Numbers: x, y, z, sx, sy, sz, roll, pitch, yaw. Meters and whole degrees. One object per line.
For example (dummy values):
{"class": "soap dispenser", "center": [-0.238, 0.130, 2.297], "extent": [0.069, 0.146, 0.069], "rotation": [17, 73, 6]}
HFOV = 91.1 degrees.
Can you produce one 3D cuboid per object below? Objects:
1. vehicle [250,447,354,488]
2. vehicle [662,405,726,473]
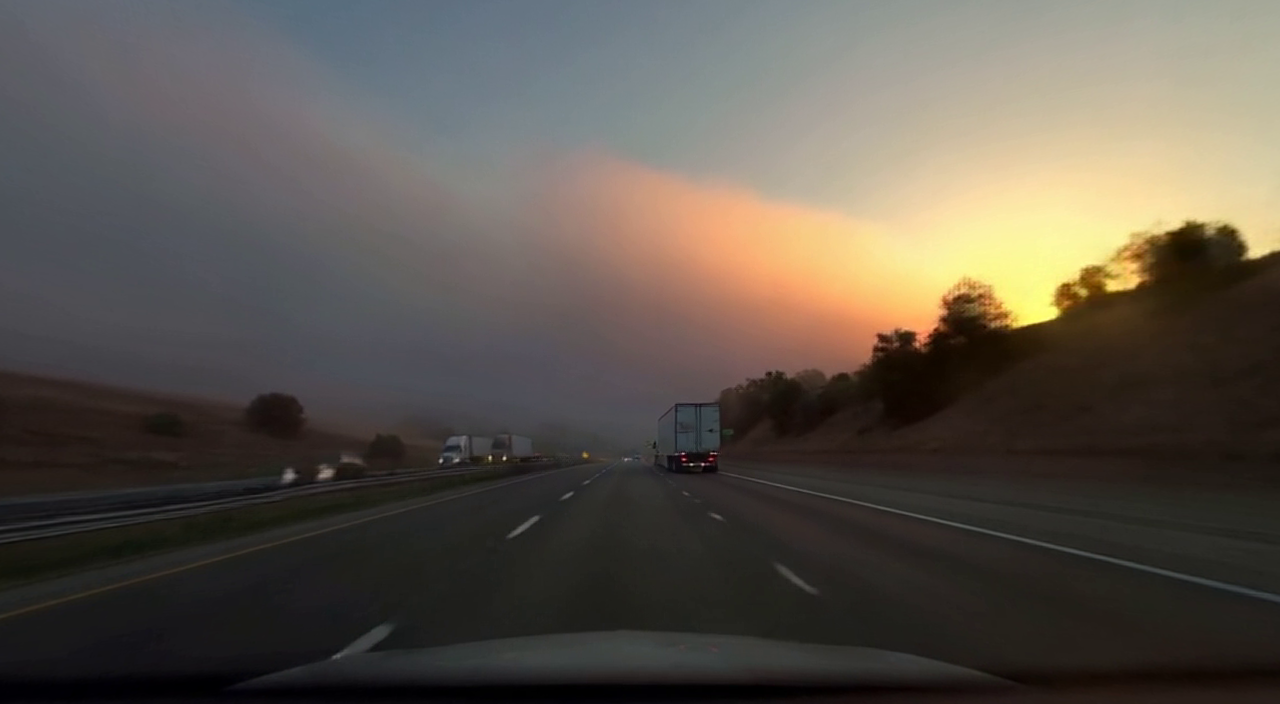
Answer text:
{"class": "vehicle", "center": [-14.310, 4.883, 26.952], "extent": [2.002, 1.594, 4.402], "rotation": [0, -9, -1]}
{"class": "vehicle", "center": [3.429, 6.219, 44.060], "extent": [3.037, 3.999, 13.133], "rotation": [0, -9, -1]}
